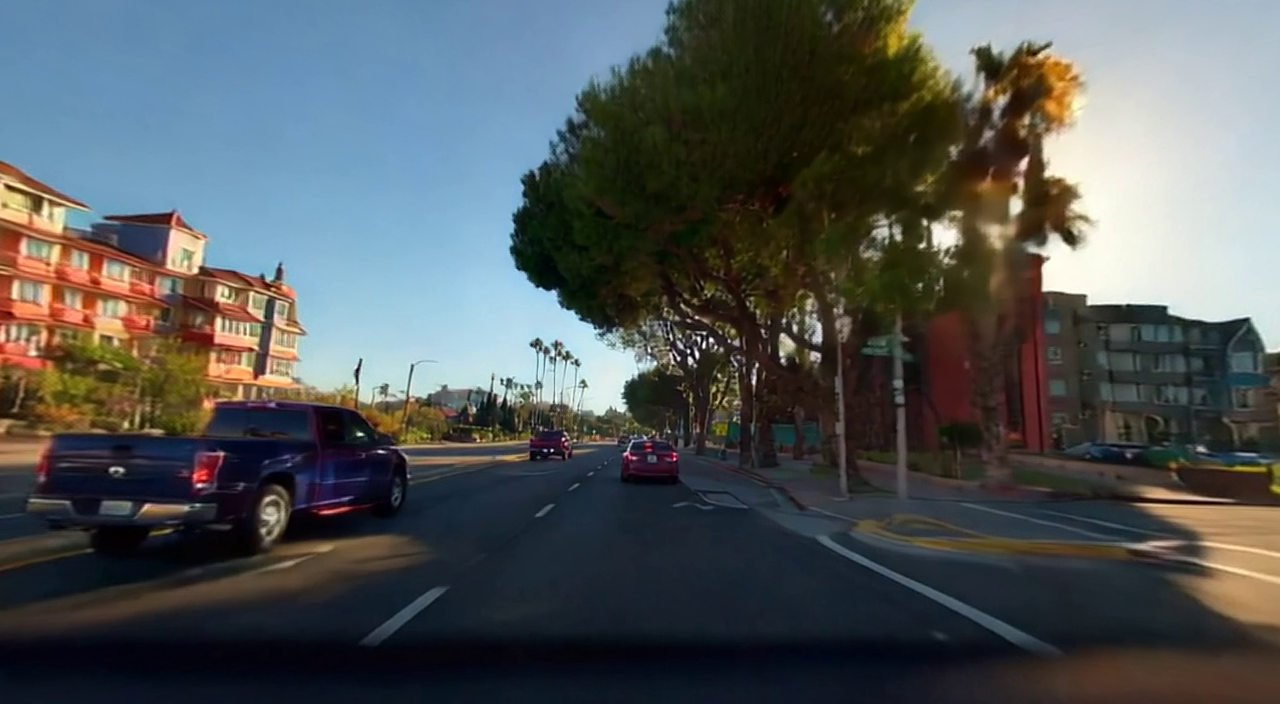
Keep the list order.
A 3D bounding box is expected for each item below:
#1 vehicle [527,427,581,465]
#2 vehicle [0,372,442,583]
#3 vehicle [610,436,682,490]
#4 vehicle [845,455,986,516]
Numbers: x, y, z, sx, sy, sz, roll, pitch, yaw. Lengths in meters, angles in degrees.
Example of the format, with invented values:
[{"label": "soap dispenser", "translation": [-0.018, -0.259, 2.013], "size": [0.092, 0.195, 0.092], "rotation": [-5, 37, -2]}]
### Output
[{"label": "vehicle", "translation": [-5.007, 5.613, 37.457], "size": [2.447, 2.062, 5.911], "rotation": [0, -8, 0]}, {"label": "vehicle", "translation": [-4.869, 1.569, 8.779], "size": [2.187, 1.904, 6.103], "rotation": [0, -8, 0]}, {"label": "vehicle", "translation": [0.164, 3.575, 20.614], "size": [2.122, 1.562, 4.152], "rotation": [0, -8, 0]}, {"label": "vehicle", "translation": [6.961, 3.389, 16.350], "size": [2.949, 1.209, 3.070], "rotation": [0, -8, 16]}]
